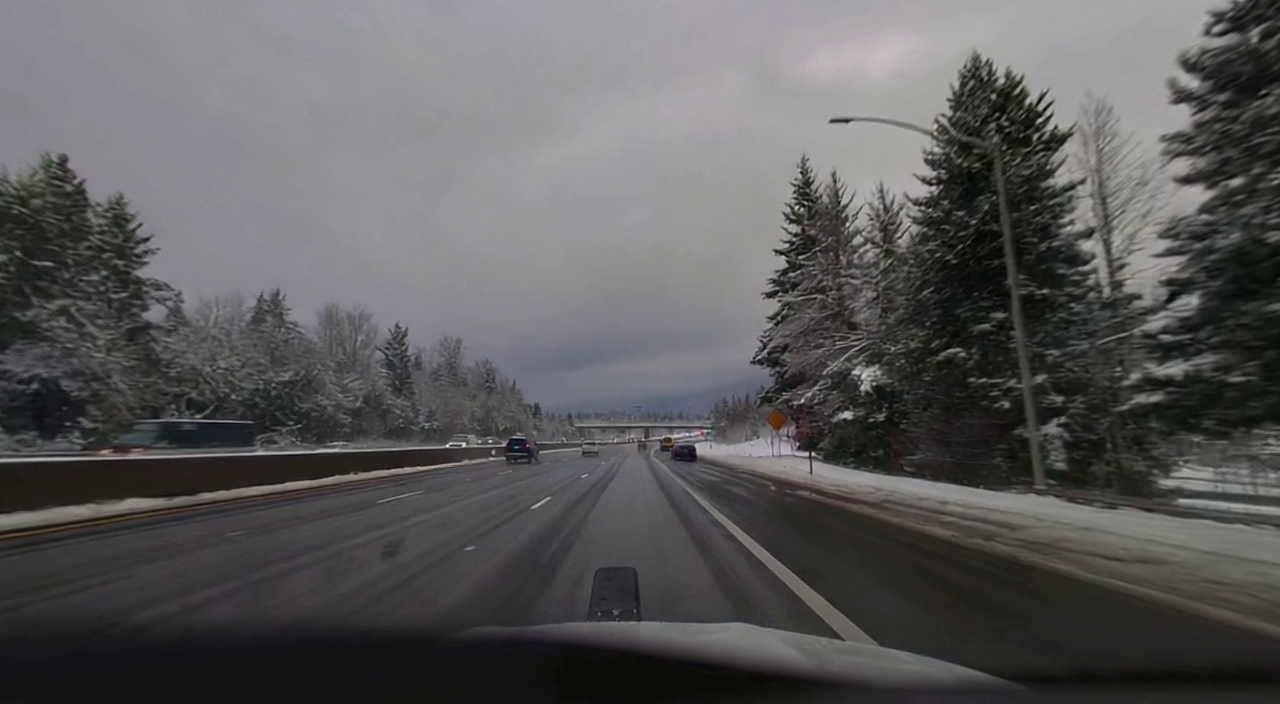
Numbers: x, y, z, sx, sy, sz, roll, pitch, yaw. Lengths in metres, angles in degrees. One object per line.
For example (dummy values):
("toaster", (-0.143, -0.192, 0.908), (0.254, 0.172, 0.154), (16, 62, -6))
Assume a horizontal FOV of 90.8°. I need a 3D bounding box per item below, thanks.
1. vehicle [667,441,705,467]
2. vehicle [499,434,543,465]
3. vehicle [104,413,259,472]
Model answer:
("vehicle", (2.769, 6.247, 38.847), (1.967, 1.475, 4.080), (0, -8, -1))
("vehicle", (-7.585, 6.293, 40.726), (2.009, 1.850, 4.338), (0, -8, -1))
("vehicle", (-27.828, 5.618, 39.115), (2.937, 3.196, 8.787), (0, -9, 0))
